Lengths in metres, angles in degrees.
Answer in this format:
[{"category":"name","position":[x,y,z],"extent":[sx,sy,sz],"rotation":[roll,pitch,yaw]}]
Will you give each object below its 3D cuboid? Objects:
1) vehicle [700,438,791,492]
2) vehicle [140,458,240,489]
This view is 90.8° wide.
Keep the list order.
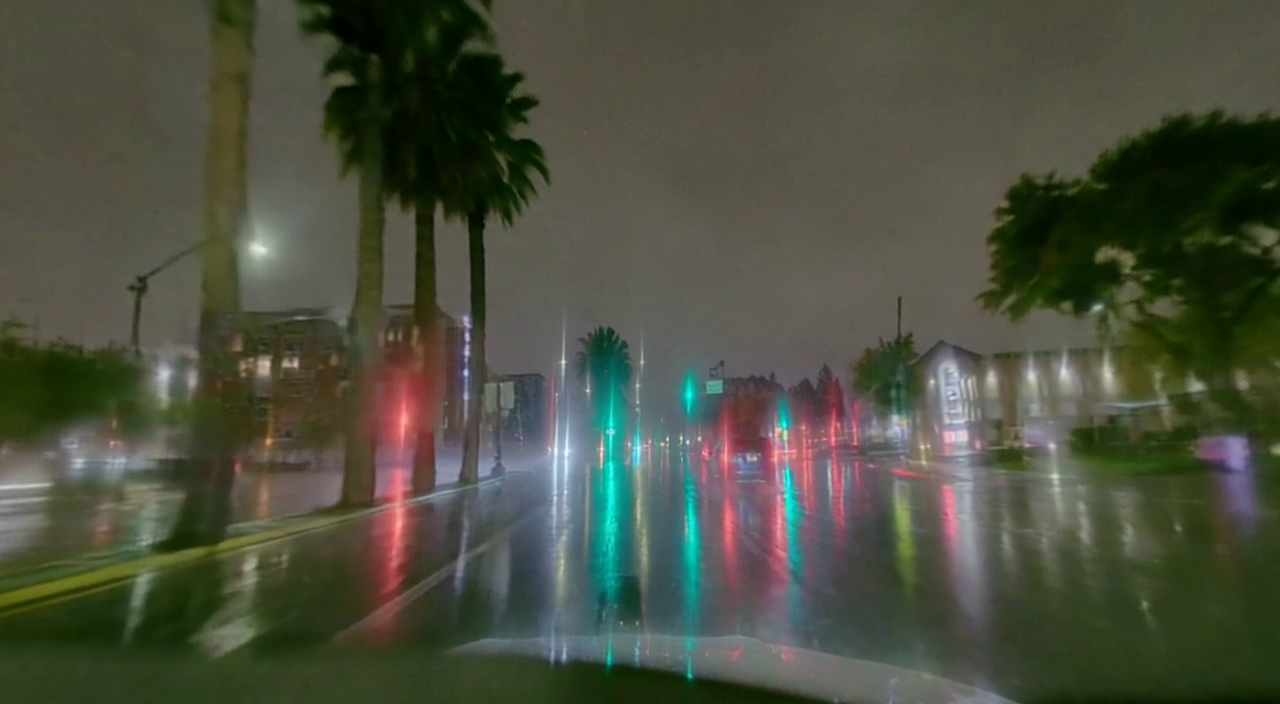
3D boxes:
[{"category":"vehicle","position":[3.106,3.434,19.564],"extent":[1.964,1.448,4.295],"rotation":[0,-8,-1]},{"category":"vehicle","position":[-26.778,7.218,37.669],"extent":[4.558,1.718,2.151],"rotation":[-1,-8,9]}]
